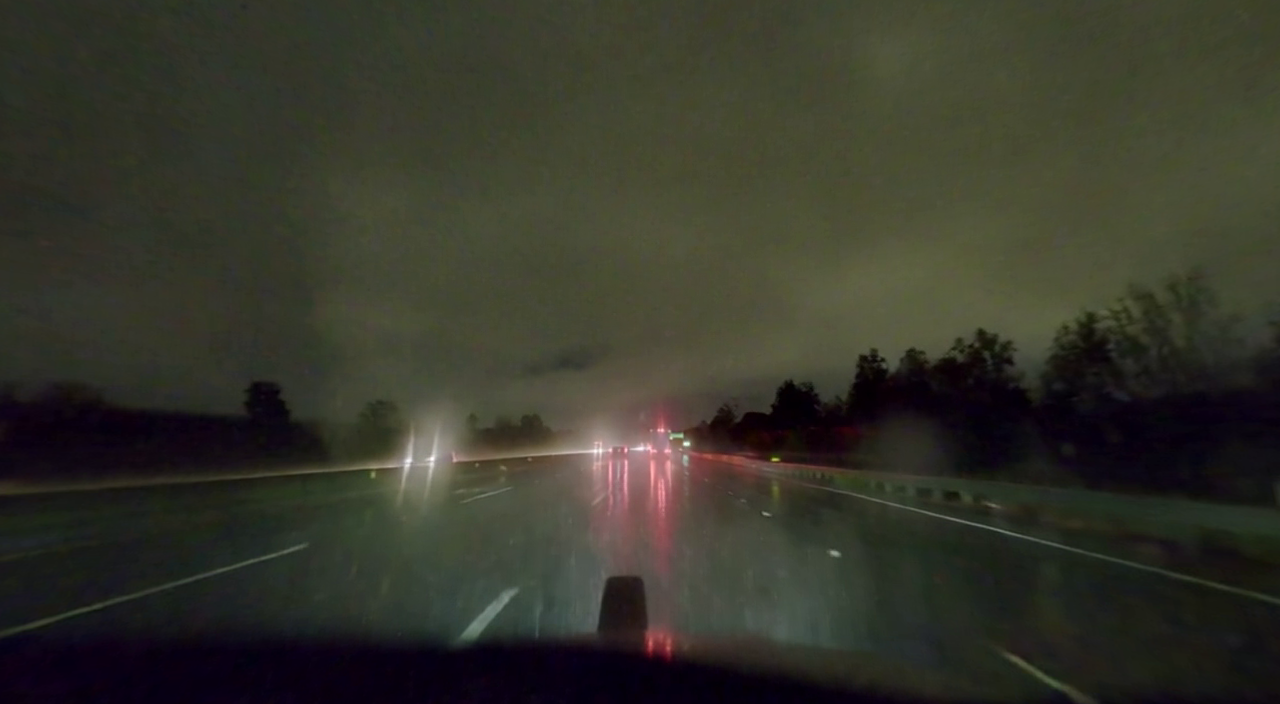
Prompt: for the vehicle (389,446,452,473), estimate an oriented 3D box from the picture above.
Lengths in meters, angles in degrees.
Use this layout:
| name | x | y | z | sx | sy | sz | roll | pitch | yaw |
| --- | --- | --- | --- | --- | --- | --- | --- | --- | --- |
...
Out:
| name | x | y | z | sx | sy | sz | roll | pitch | yaw |
| --- | --- | --- | --- | --- | --- | --- | --- | --- | --- |
| vehicle | -13.207 | 6.474 | 38.203 | 2.077 | 1.541 | 4.507 | 0 | -8 | 2 |
